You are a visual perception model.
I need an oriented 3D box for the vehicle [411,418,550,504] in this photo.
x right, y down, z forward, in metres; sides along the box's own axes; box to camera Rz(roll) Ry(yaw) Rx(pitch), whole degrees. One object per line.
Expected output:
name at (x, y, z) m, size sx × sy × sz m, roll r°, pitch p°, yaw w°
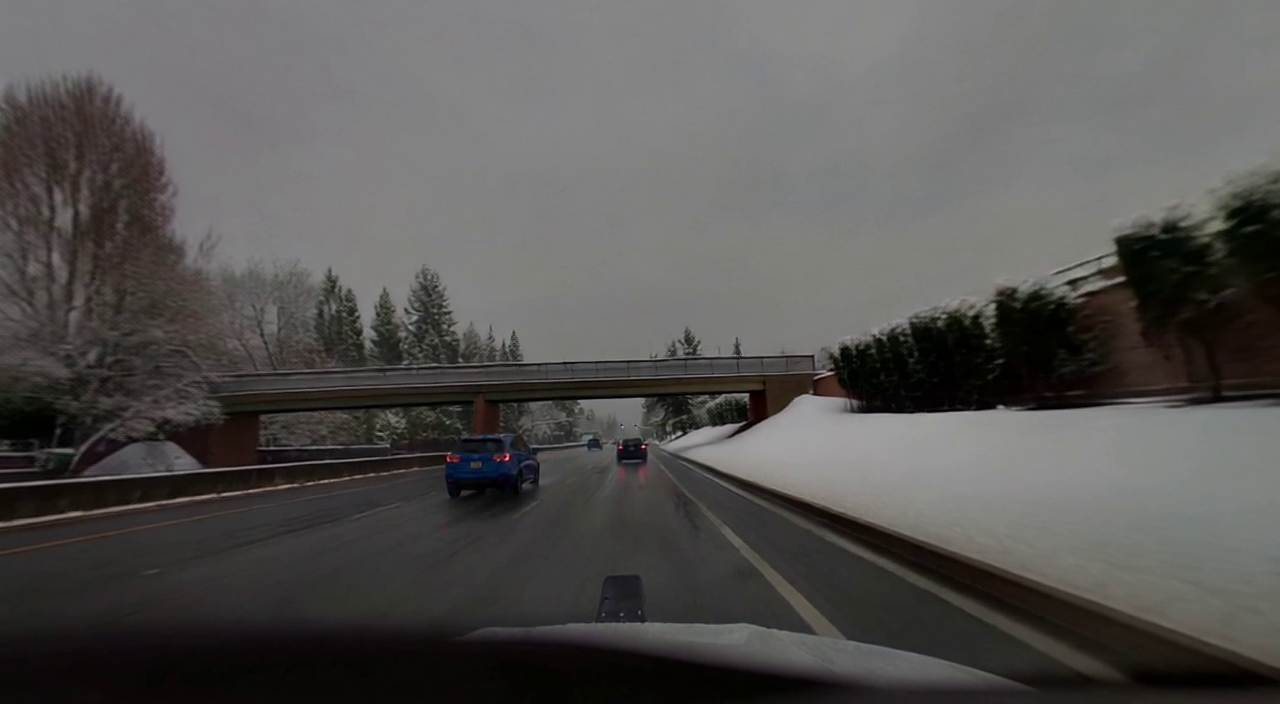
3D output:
vehicle at (-3.738, 2.674, 15.842) m, size 2.223 × 1.771 × 4.581 m, roll -2°, pitch -8°, yaw 1°

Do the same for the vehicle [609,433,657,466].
vehicle at (-0.342, 4.886, 31.754) m, size 2.205 × 1.509 × 4.272 m, roll 0°, pitch -8°, yaw 0°
